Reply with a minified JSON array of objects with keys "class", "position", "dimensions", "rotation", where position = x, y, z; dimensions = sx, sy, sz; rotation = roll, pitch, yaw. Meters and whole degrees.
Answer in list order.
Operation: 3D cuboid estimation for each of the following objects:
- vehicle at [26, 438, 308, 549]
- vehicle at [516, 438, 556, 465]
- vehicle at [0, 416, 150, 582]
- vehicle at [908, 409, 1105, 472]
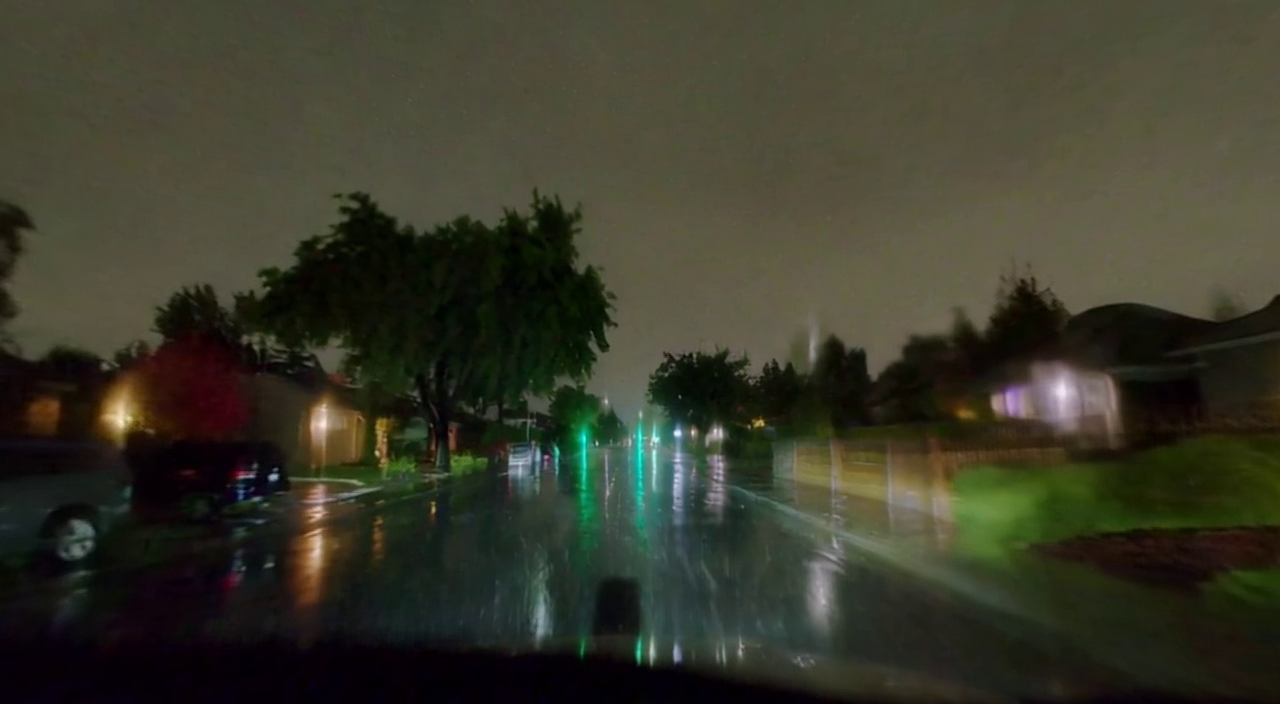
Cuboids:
[{"class":"vehicle","position":[-8.524,2.522,12.081],"dimensions":[2.074,1.616,4.440],"rotation":[-2,-8,-2]},{"class":"vehicle","position":[-7.934,7.680,48.622],"dimensions":[2.091,1.912,4.598],"rotation":[0,-10,2]},{"class":"vehicle","position":[-8.363,1.598,6.684],"dimensions":[2.352,1.843,4.979],"rotation":[-1,-10,0]},{"class":"vehicle","position":[12.188,2.964,21.234],"dimensions":[5.367,1.953,2.257],"rotation":[1,-8,-9]}]
